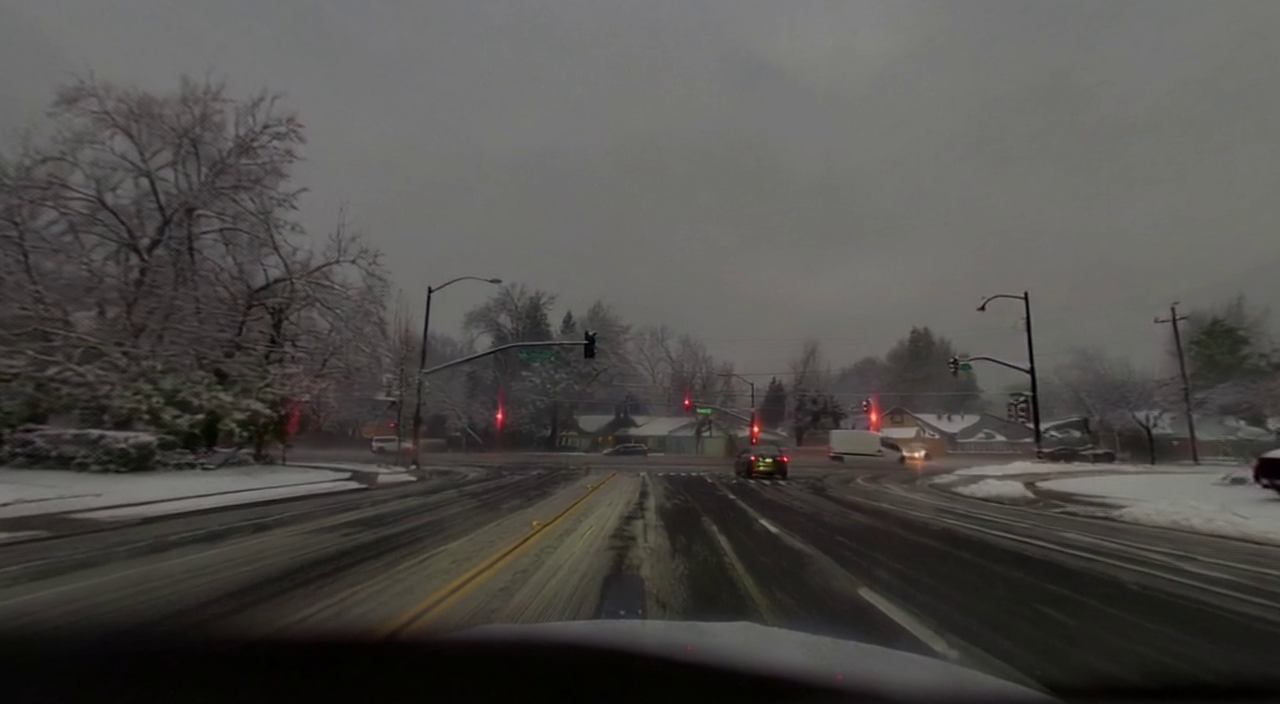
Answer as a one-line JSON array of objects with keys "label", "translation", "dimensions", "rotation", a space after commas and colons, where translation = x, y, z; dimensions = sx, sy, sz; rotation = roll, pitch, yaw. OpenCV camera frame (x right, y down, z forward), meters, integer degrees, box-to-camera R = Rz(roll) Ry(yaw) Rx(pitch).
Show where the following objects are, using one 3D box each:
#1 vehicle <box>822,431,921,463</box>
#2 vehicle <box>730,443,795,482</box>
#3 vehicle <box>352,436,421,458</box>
[{"label": "vehicle", "translation": [15.542, 6.423, 42.724], "dimensions": [5.869, 2.098, 2.206], "rotation": [-1, -9, 4]}, {"label": "vehicle", "translation": [5.003, 4.579, 26.444], "dimensions": [1.947, 1.485, 4.336], "rotation": [0, -9, 1]}, {"label": "vehicle", "translation": [-18.107, 6.830, 45.203], "dimensions": [4.081, 1.522, 1.863], "rotation": [-1, -9, 5]}]
